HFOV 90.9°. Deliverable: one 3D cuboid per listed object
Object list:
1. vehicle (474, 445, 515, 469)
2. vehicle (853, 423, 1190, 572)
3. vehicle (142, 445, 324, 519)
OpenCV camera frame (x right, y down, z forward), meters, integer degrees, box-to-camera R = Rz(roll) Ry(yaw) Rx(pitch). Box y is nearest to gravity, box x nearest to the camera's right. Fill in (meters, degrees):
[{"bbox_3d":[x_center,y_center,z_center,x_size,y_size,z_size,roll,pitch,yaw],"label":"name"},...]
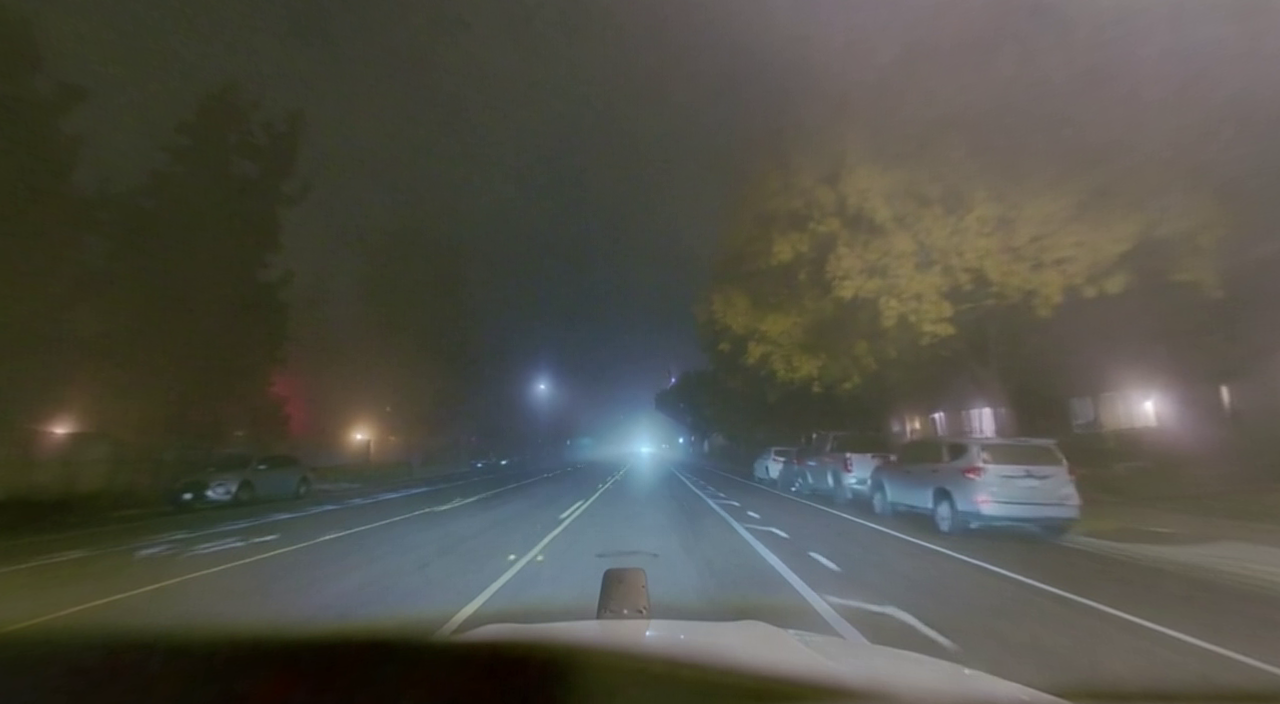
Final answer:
[{"bbox_3d":[-11.147,8.053,48.683,2.023,1.629,4.822,-2,-8,0],"label":"vehicle"},{"bbox_3d":[5.057,1.989,9.549,1.885,1.603,5.235,0,-9,1],"label":"vehicle"},{"bbox_3d":[-11.604,3.670,18.484,2.054,1.704,4.710,-3,-8,3],"label":"vehicle"}]
